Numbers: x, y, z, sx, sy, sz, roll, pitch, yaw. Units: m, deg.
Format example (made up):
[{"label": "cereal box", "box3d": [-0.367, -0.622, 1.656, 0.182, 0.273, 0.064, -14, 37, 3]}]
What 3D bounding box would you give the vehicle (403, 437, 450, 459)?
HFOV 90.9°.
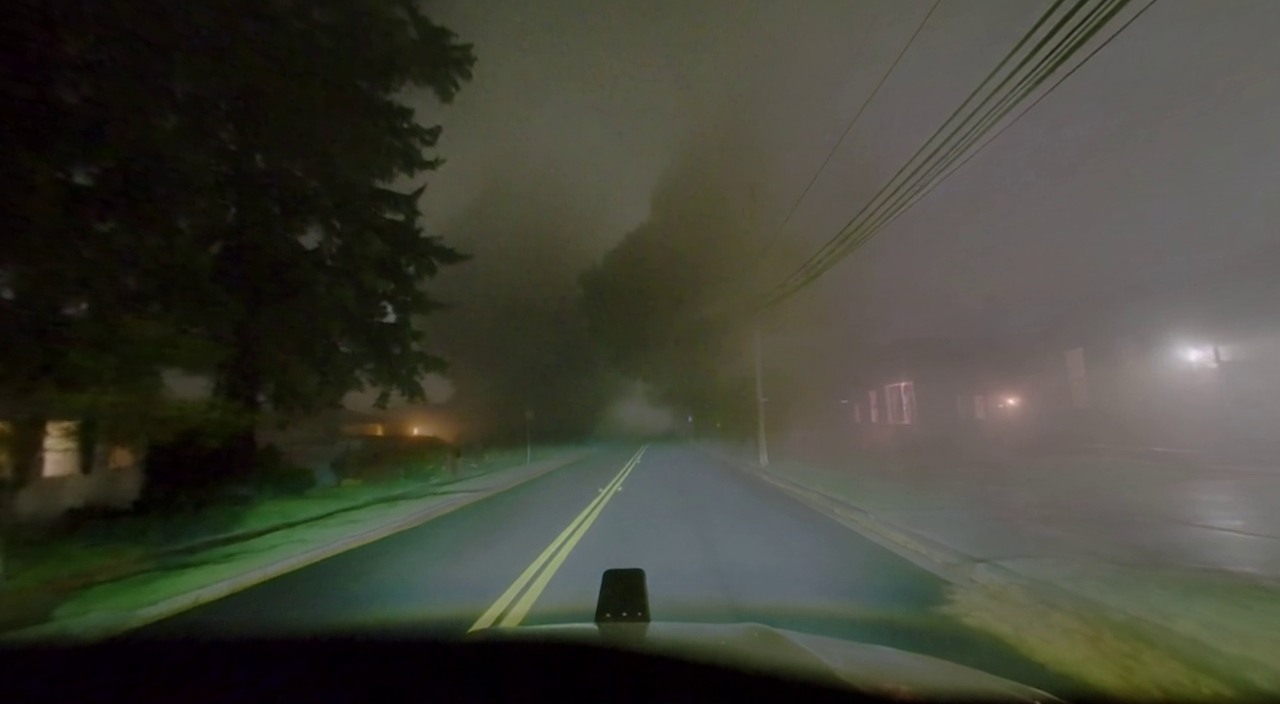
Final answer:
[{"label": "vehicle", "box3d": [-16.105, 7.258, 47.782, 1.903, 1.500, 4.214, -3, -8, 3]}]
